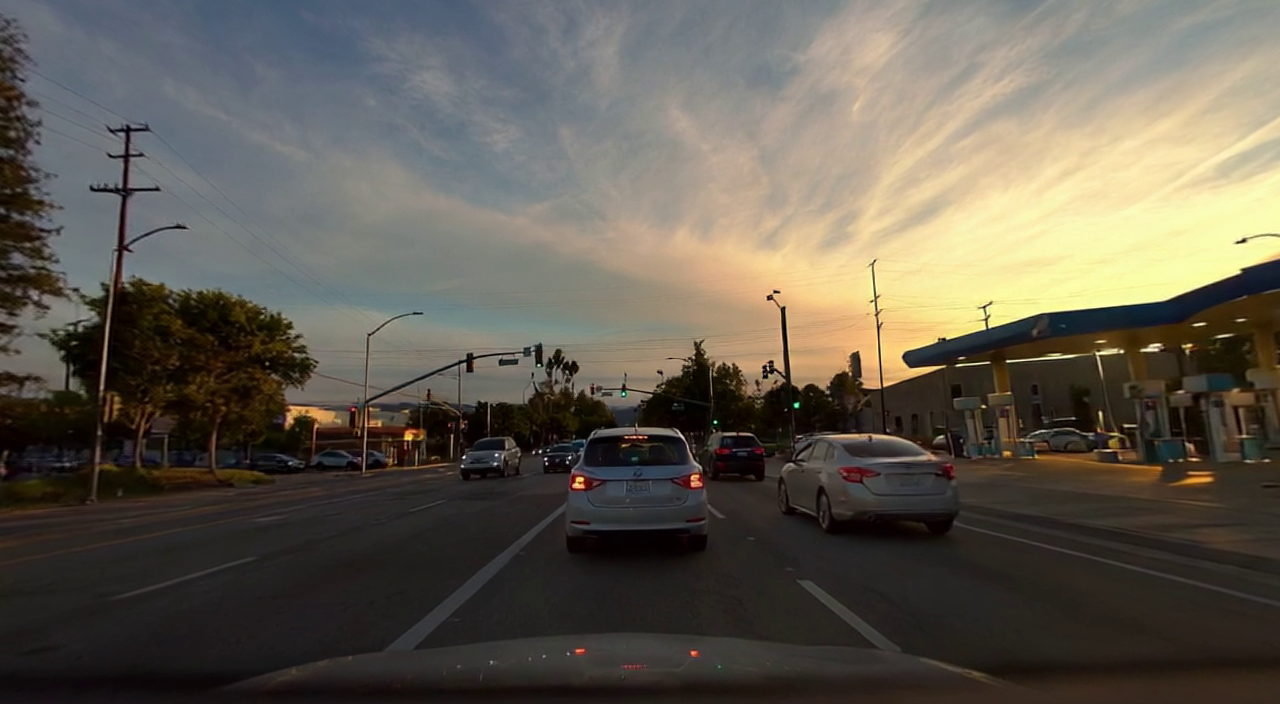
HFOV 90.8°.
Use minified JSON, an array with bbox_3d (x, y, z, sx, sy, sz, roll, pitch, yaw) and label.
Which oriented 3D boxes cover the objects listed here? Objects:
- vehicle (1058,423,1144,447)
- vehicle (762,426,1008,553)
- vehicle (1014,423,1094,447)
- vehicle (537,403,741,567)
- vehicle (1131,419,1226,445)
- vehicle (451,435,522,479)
[{"bbox_3d":[32.533,5.903,44.696,4.452,1.605,1.845,-2,-9,9],"label":"vehicle"},{"bbox_3d":[3.314,1.937,9.662,1.904,1.472,4.358,0,-8,-2],"label":"vehicle"},{"bbox_3d":[31.415,6.346,48.042,4.616,1.711,1.897,-2,-9,9],"label":"vehicle"},{"bbox_3d":[-0.087,1.694,8.716,2.164,1.718,3.881,0,-8,-2],"label":"vehicle"},{"bbox_3d":[39.547,5.929,46.509,4.834,1.808,2.006,-2,-9,9],"label":"vehicle"},{"bbox_3d":[-6.498,4.492,27.329,1.994,1.695,4.471,0,-8,-1],"label":"vehicle"}]
